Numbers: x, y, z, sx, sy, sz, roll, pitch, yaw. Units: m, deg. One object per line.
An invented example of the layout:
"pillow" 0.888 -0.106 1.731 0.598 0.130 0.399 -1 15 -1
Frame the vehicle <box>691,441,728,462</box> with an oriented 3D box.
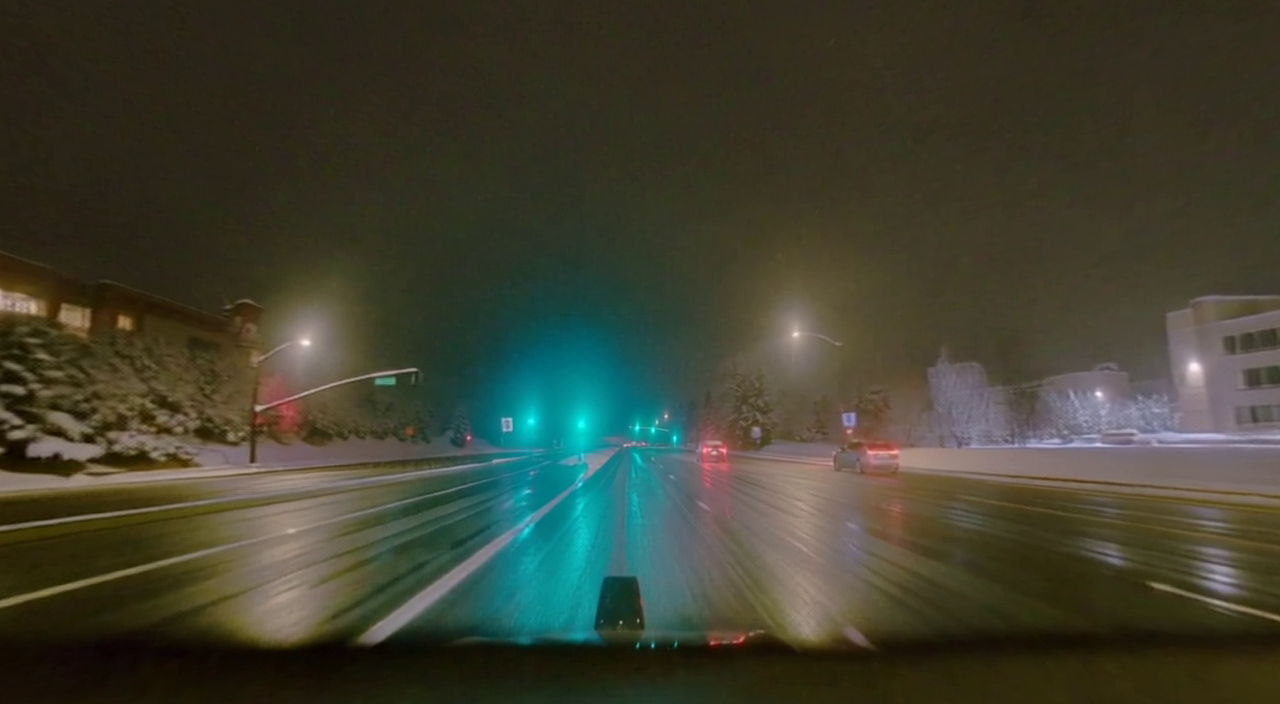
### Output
"vehicle" 5.173 7.490 47.682 2.187 1.475 4.529 0 -9 -1
